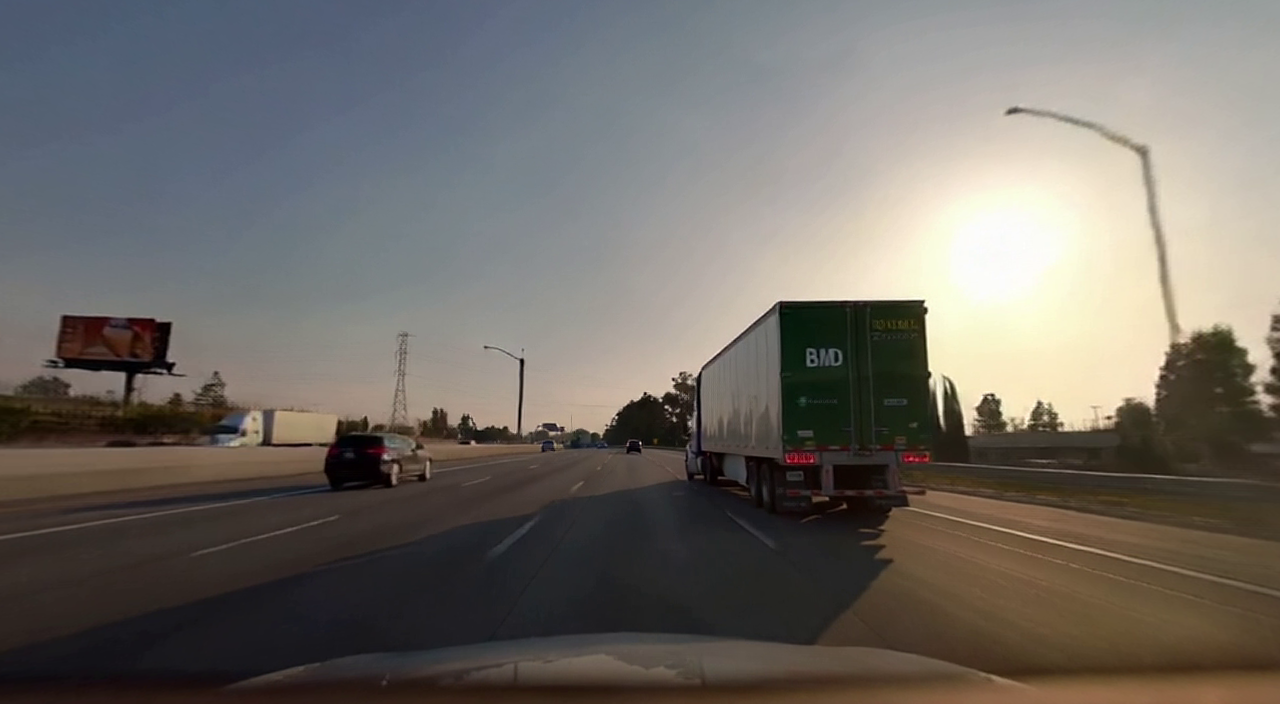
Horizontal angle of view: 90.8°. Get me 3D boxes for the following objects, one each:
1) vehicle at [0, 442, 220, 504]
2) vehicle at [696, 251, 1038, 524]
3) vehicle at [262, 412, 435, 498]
[{"bbox_3d":[-13.912,3.117,16.828,2.067,1.398,4.863,0,-8,1],"label":"vehicle"},{"bbox_3d":[3.904,1.547,16.603,2.891,3.944,15.051,0,-8,-2],"label":"vehicle"},{"bbox_3d":[-7.397,2.688,16.799,2.100,1.905,5.119,0,-8,0],"label":"vehicle"}]
